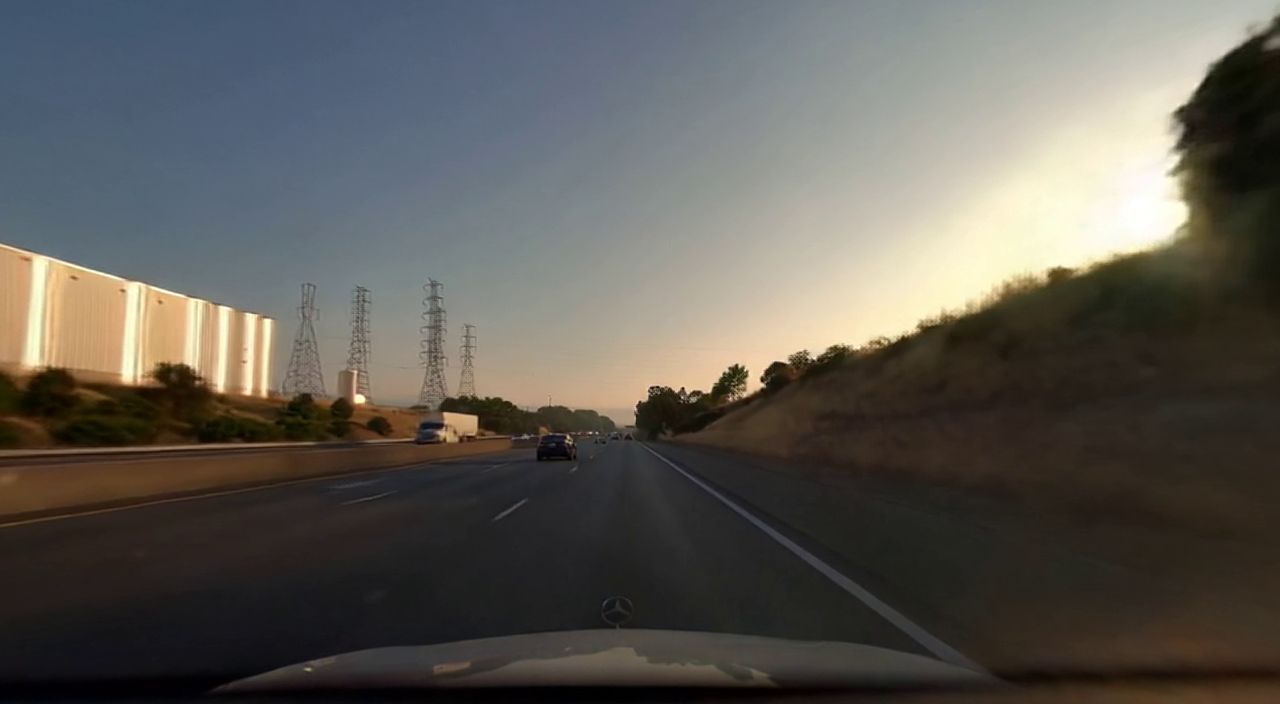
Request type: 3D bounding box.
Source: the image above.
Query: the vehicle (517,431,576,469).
[{"bbox_3d":[-3.875,4.118,26.701,1.952,1.462,3.969,0,-8,-1],"label":"vehicle"}]
